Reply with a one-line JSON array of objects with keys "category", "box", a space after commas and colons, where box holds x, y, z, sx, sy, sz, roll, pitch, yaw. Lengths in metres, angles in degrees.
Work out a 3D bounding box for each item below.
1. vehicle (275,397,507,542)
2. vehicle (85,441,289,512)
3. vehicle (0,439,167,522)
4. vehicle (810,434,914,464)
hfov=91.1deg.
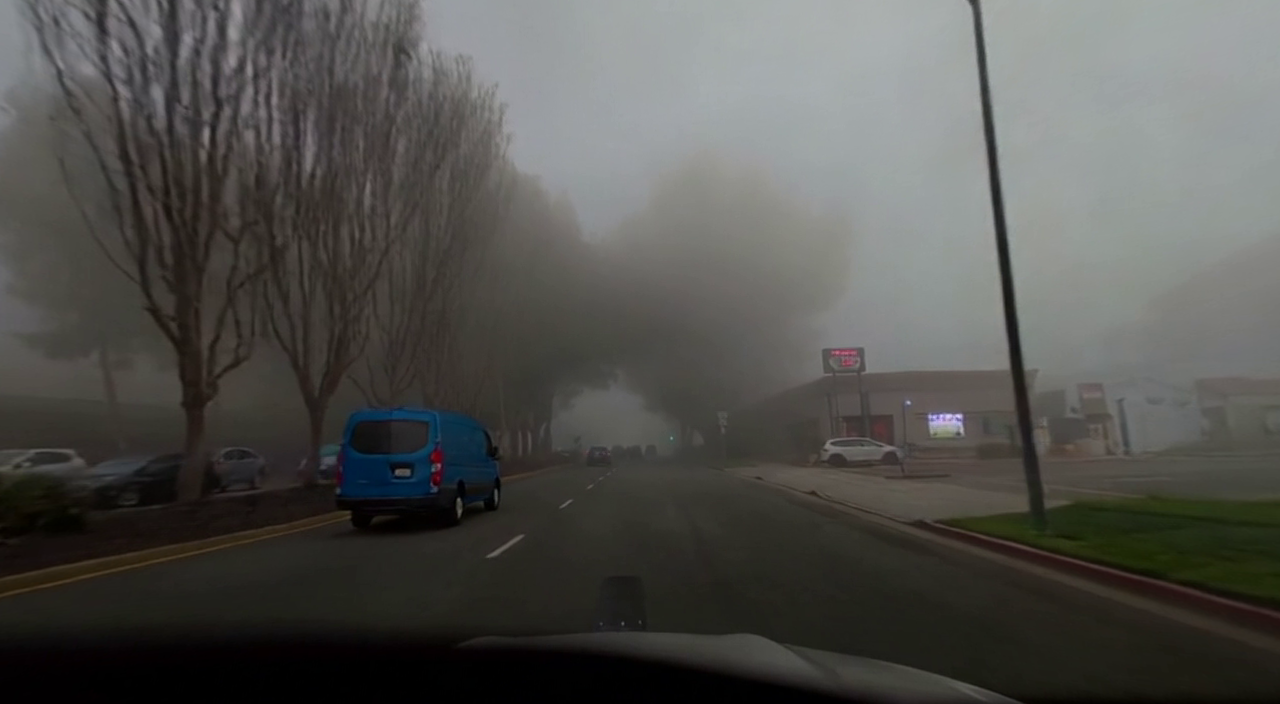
[{"category": "vehicle", "box": [-3.986, 1.992, 11.253, 2.152, 1.987, 4.952, 0, -8, -1]}, {"category": "vehicle", "box": [-12.156, 3.315, 17.408, 2.024, 1.656, 4.837, 0, -8, 0]}, {"category": "vehicle", "box": [-15.296, 3.222, 16.449, 1.936, 1.813, 4.921, -1, -8, 0]}, {"category": "vehicle", "box": [11.370, 4.980, 32.355, 4.607, 1.471, 1.982, 0, -8, 0]}]
